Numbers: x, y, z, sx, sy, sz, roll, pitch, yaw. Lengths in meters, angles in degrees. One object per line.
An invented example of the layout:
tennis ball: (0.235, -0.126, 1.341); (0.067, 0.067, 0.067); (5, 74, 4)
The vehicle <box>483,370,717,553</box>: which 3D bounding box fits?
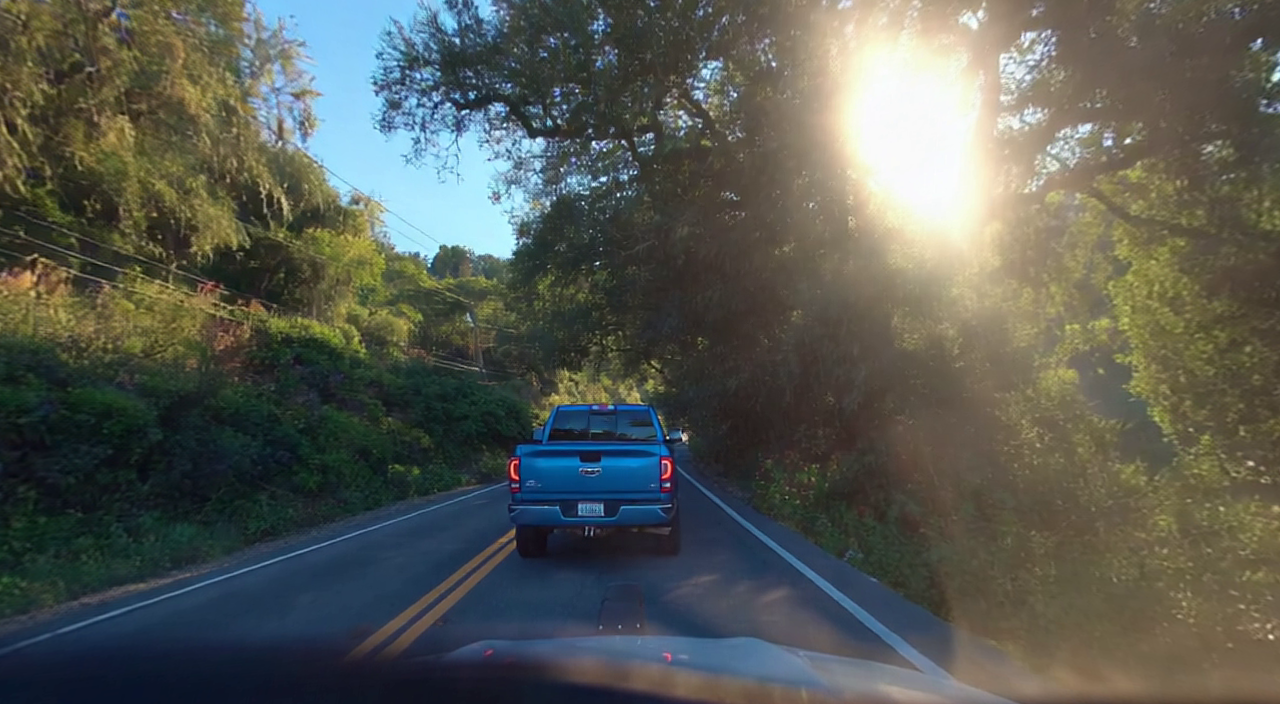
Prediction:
vehicle: (-0.527, 1.763, 10.727); (2.837, 2.223, 5.885); (0, -8, -1)
